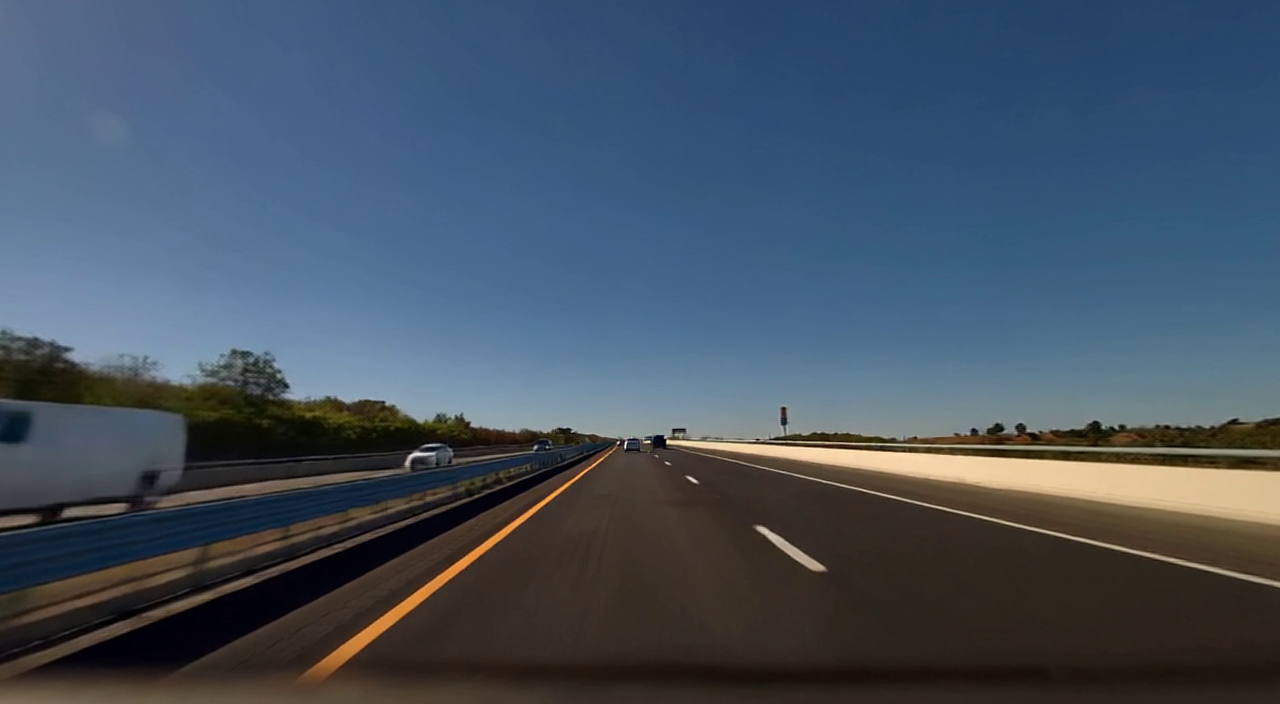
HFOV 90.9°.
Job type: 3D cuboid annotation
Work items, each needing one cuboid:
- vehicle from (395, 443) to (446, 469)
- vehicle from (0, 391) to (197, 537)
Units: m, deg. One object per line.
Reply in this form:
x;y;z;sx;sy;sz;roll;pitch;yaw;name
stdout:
-12.878;6.111;37.237;1.748;1.440;3.680;0;-8;-1;vehicle
-12.749;2.244;13.067;2.304;2.610;6.728;0;-8;-1;vehicle
